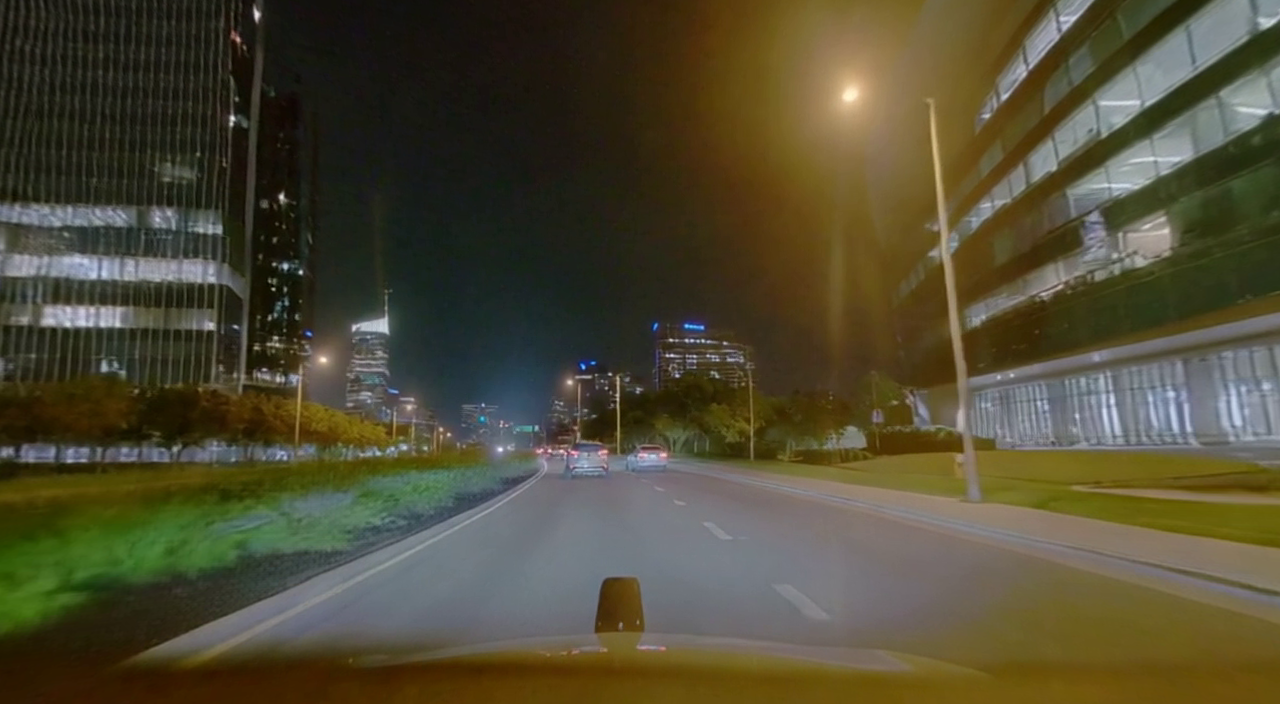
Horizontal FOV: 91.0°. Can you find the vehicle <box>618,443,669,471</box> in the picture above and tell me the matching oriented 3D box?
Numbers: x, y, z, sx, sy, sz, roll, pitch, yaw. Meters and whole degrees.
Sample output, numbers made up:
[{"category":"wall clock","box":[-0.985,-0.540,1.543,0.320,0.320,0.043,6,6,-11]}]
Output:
[{"category":"vehicle","box":[0.144,6.037,36.309,2.116,1.506,4.355,2,-9,-11]}]

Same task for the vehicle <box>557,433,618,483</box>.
[{"category":"vehicle","box":[-2.086,4.152,24.870,2.173,1.761,4.374,1,-9,-5]}]
